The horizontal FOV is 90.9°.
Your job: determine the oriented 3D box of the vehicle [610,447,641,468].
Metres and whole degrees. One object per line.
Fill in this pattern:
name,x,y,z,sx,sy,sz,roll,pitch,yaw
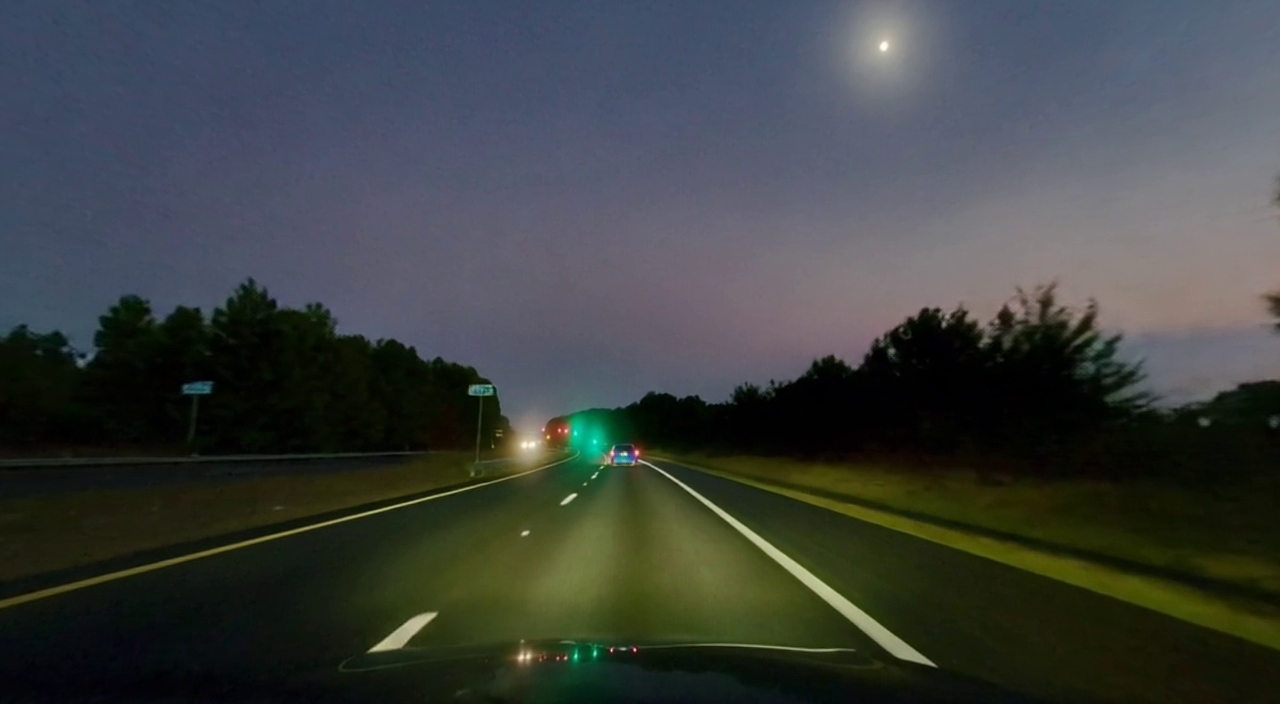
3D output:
vehicle,-1.077,7.469,44.839,2.126,1.411,4.433,0,-9,-2
